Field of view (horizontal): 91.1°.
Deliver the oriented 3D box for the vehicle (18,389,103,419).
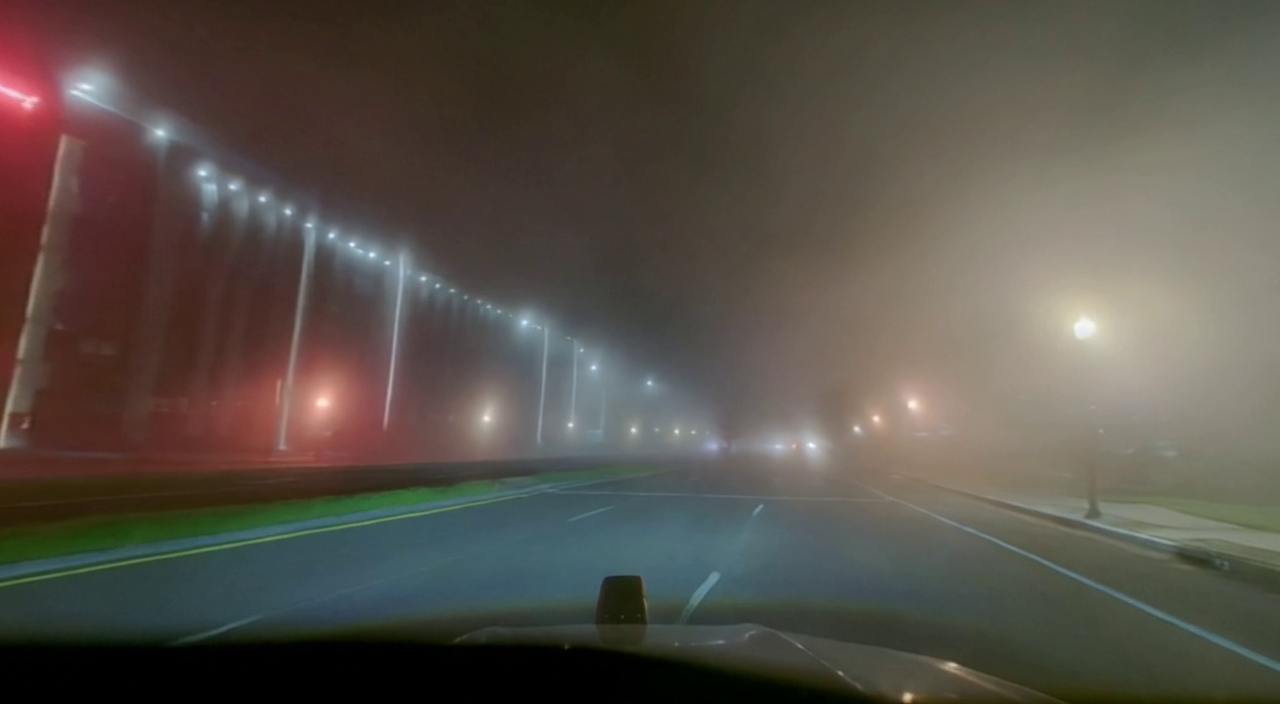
[{"bbox_3d":[-38.821,3.519,42.081,4.080,1.657,1.859,1,-12,12],"label":"vehicle"}]
